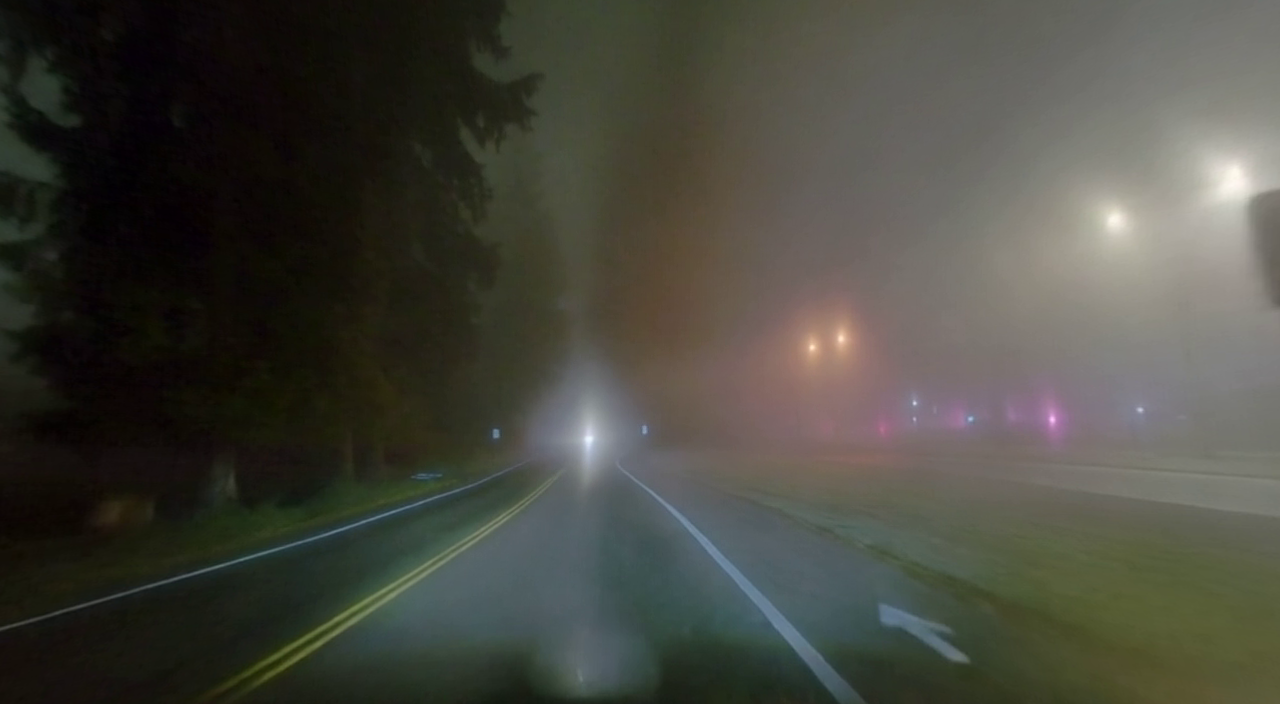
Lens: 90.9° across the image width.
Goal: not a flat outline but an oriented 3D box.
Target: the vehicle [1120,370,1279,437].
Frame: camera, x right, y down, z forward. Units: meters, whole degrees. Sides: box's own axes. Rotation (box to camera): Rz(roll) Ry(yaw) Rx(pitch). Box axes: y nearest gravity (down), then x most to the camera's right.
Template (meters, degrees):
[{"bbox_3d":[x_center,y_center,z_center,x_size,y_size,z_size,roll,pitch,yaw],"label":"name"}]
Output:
[{"bbox_3d":[30.327,2.643,32.194,8.774,3.004,2.914,-3,-8,5],"label":"vehicle"}]
